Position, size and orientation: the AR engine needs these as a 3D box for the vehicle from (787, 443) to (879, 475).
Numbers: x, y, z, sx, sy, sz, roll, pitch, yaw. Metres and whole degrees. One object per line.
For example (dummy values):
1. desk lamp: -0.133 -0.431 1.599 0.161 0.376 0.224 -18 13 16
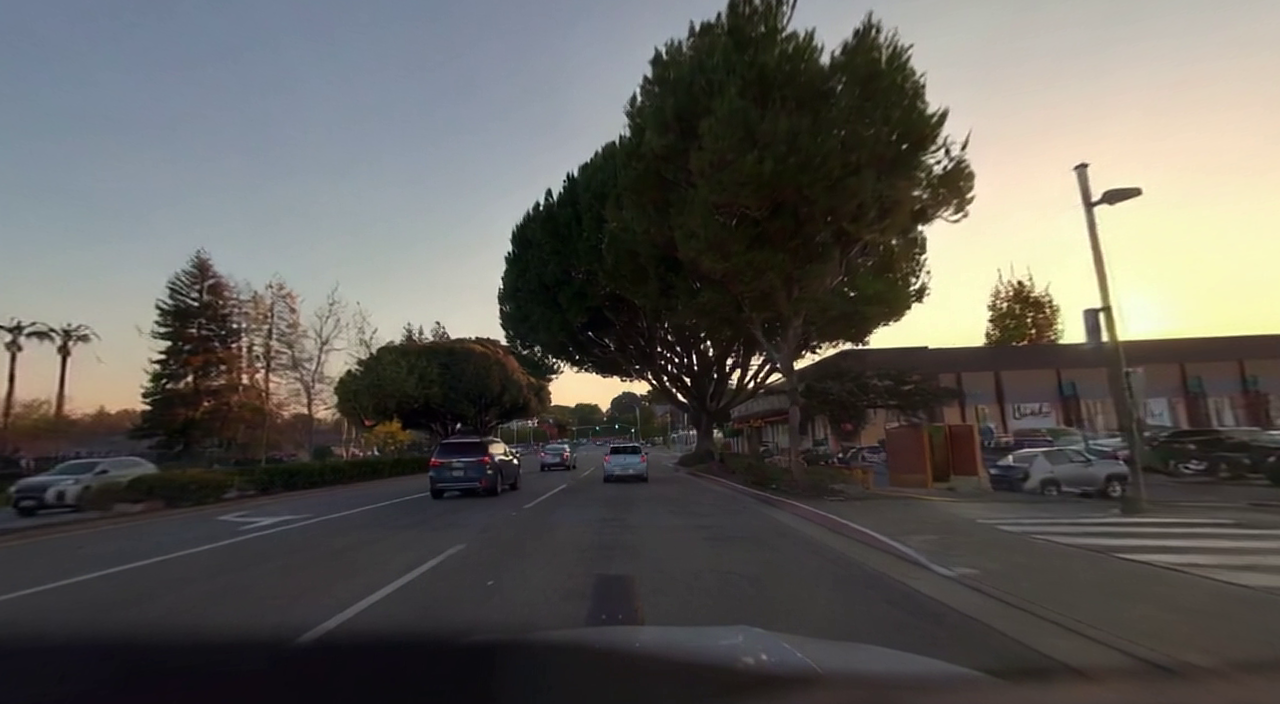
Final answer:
1. vehicle: 12.127 6.714 39.961 5.102 1.889 2.038 0 -8 -4

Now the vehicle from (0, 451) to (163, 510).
1. vehicle: -22.806 5.129 25.813 2.221 2.017 5.861 -2 -8 -2

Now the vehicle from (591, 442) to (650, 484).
1. vehicle: -0.743 4.222 24.301 2.061 1.469 3.954 0 -8 -2

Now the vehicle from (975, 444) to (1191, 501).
1. vehicle: 13.357 3.641 19.383 4.877 1.603 2.197 -1 -8 4

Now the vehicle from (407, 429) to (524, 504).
1. vehicle: -4.691 3.136 17.726 2.096 1.807 4.413 0 -8 -1

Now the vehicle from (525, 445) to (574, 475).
1. vehicle: -4.776 5.787 34.113 1.973 1.456 4.850 0 -9 0
